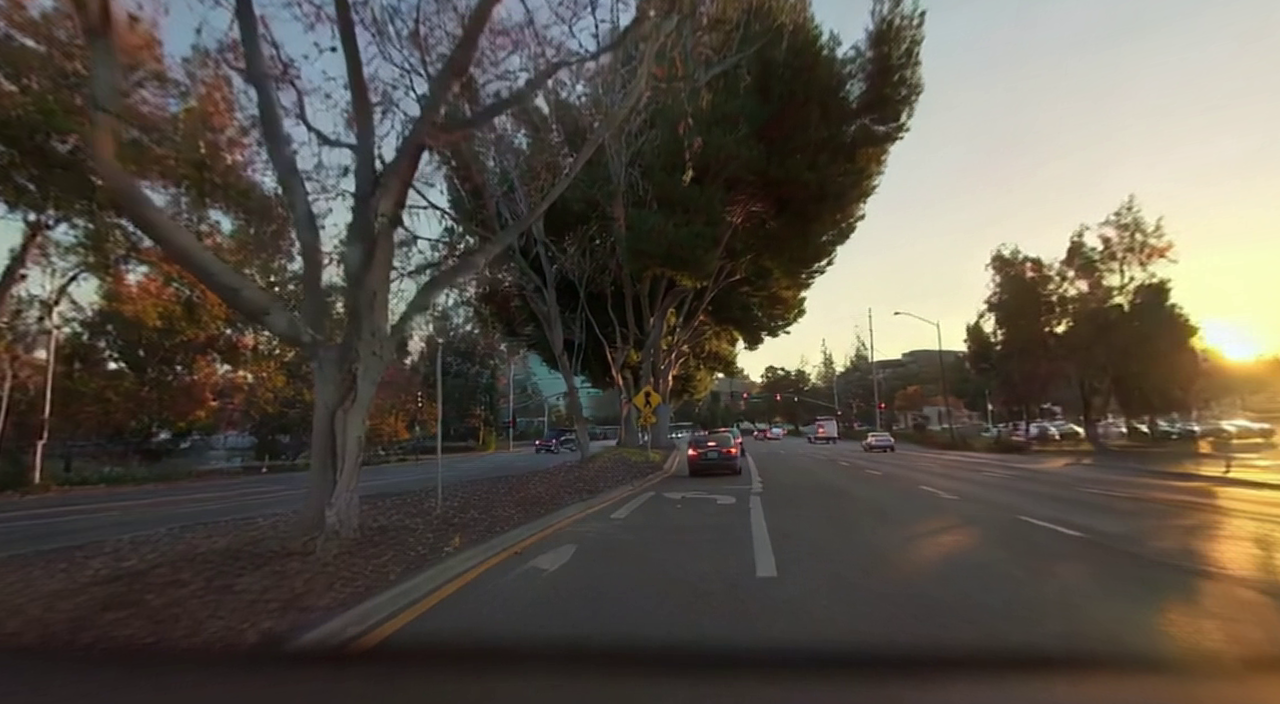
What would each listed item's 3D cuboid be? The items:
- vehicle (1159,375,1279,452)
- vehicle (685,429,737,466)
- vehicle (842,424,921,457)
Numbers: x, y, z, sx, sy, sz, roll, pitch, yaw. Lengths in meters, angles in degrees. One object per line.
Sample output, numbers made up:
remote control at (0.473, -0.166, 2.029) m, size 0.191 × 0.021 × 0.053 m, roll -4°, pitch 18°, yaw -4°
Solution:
vehicle at (31.103, 3.317, 32.369) m, size 7.827 × 3.570 × 3.121 m, roll 4°, pitch -9°, yaw -20°
vehicle at (3.084, 4.084, 27.004) m, size 2.032 × 1.461 × 4.173 m, roll -1°, pitch -9°, yaw 8°
vehicle at (13.251, 4.927, 34.905) m, size 1.991 × 1.695 × 4.357 m, roll 2°, pitch -9°, yaw -12°
